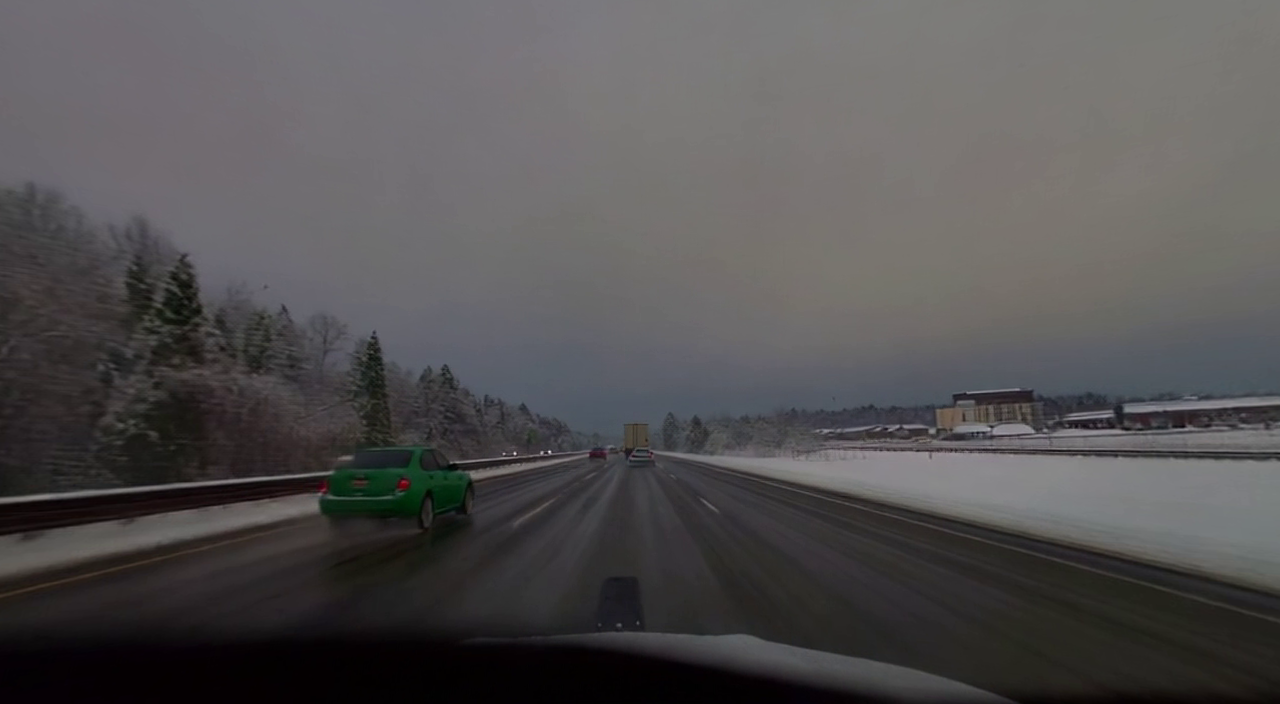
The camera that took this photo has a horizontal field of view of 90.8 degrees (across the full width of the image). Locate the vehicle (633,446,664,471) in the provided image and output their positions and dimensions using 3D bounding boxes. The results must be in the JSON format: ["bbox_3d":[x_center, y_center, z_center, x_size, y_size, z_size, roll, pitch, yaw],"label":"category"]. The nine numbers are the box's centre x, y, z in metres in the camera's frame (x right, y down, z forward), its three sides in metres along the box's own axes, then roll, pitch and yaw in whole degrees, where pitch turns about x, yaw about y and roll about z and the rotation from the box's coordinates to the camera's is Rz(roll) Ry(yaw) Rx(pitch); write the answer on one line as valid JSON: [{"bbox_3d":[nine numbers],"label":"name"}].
[{"bbox_3d":[0.542,7.190,42.906,1.992,1.593,3.937,0,-9,-1],"label":"vehicle"}]

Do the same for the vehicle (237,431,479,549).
[{"bbox_3d":[-4.253,2.147,10.417,2.172,1.548,3.953,0,-9,0],"label":"vehicle"}]
